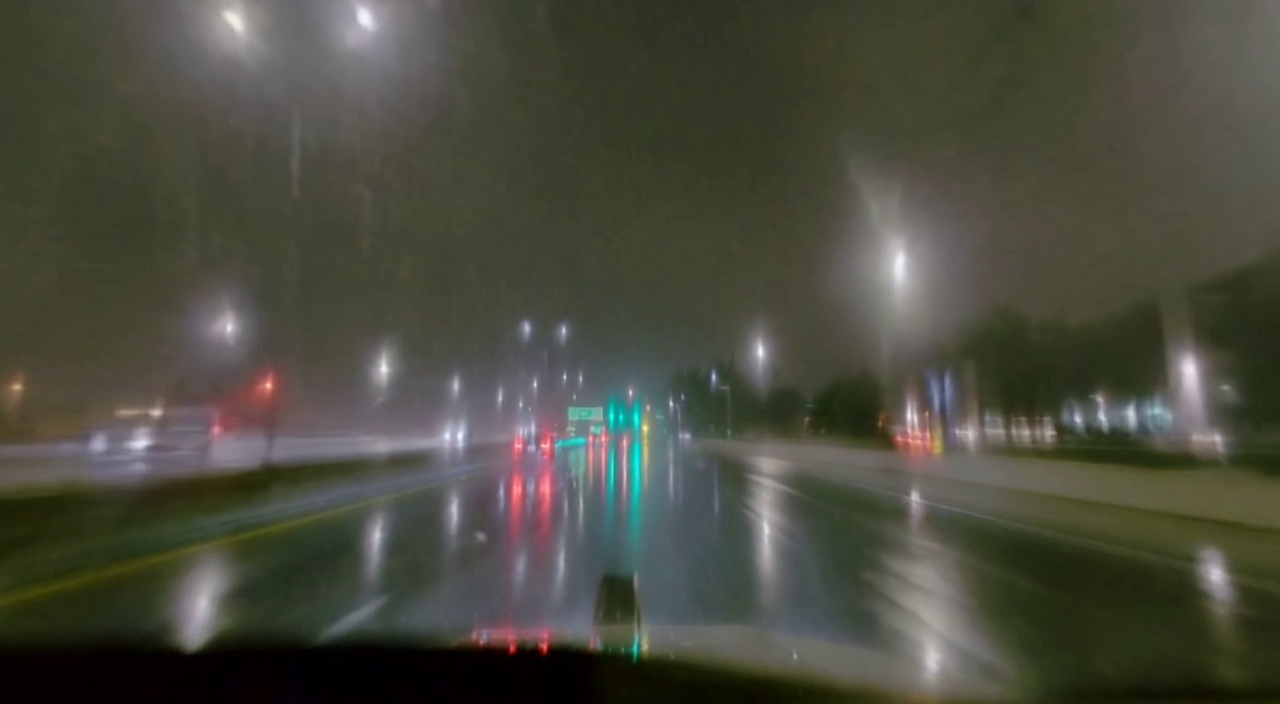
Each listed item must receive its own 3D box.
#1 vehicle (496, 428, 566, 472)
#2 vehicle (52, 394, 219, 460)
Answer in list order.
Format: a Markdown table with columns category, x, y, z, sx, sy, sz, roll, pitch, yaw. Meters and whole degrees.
| category | x | y | z | sx | sy | sz | roll | pitch | yaw |
| --- | --- | --- | --- | --- | --- | --- | --- | --- | --- |
| vehicle | -4.223 | 3.859 | 25.087 | 2.062 | 1.591 | 4.156 | 0 | -8 | 0 |
| vehicle | -24.087 | 3.689 | 30.685 | 2.554 | 2.856 | 6.856 | 0 | -8 | -2 |
